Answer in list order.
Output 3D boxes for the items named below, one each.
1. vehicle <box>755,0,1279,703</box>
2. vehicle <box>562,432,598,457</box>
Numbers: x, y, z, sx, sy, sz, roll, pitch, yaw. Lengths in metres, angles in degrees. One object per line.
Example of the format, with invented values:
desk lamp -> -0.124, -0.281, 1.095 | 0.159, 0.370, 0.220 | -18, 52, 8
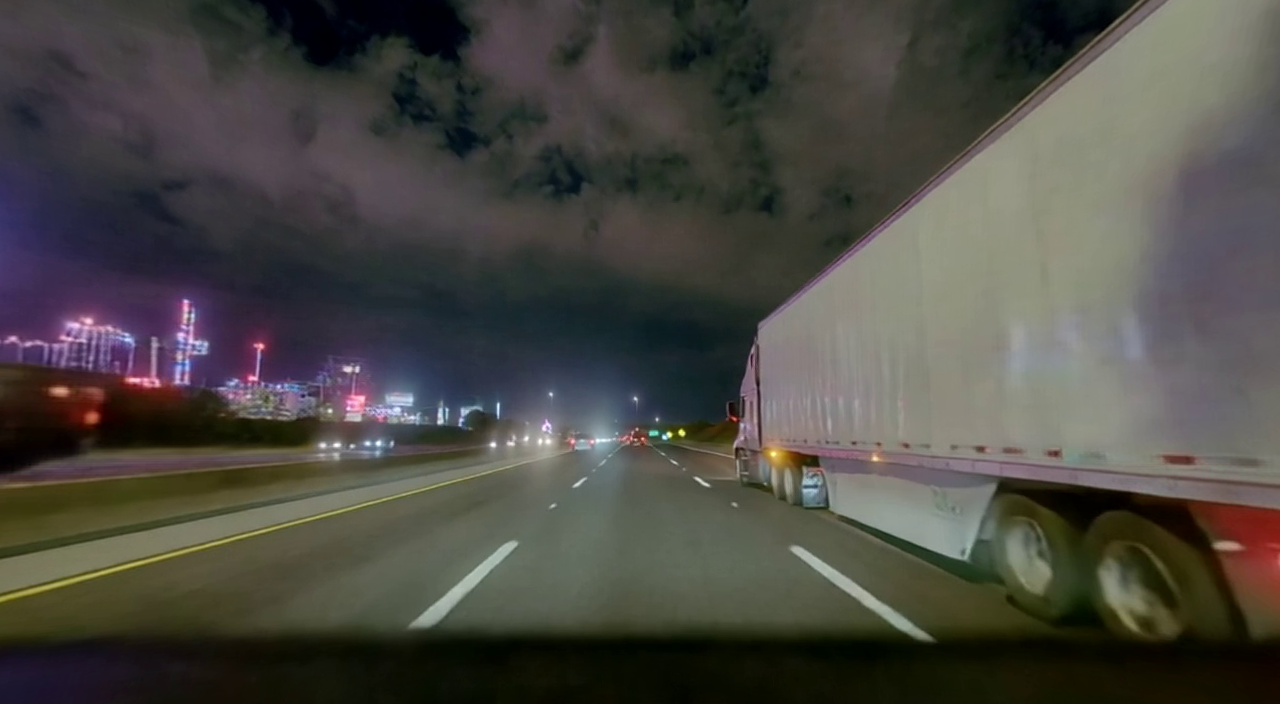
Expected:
vehicle -> 3.871, 0.269, 6.540 | 2.871, 3.815, 11.331 | 0, -8, -2
vehicle -> -3.685, 5.733, 39.133 | 1.930, 1.484, 3.849 | 0, -8, -1
